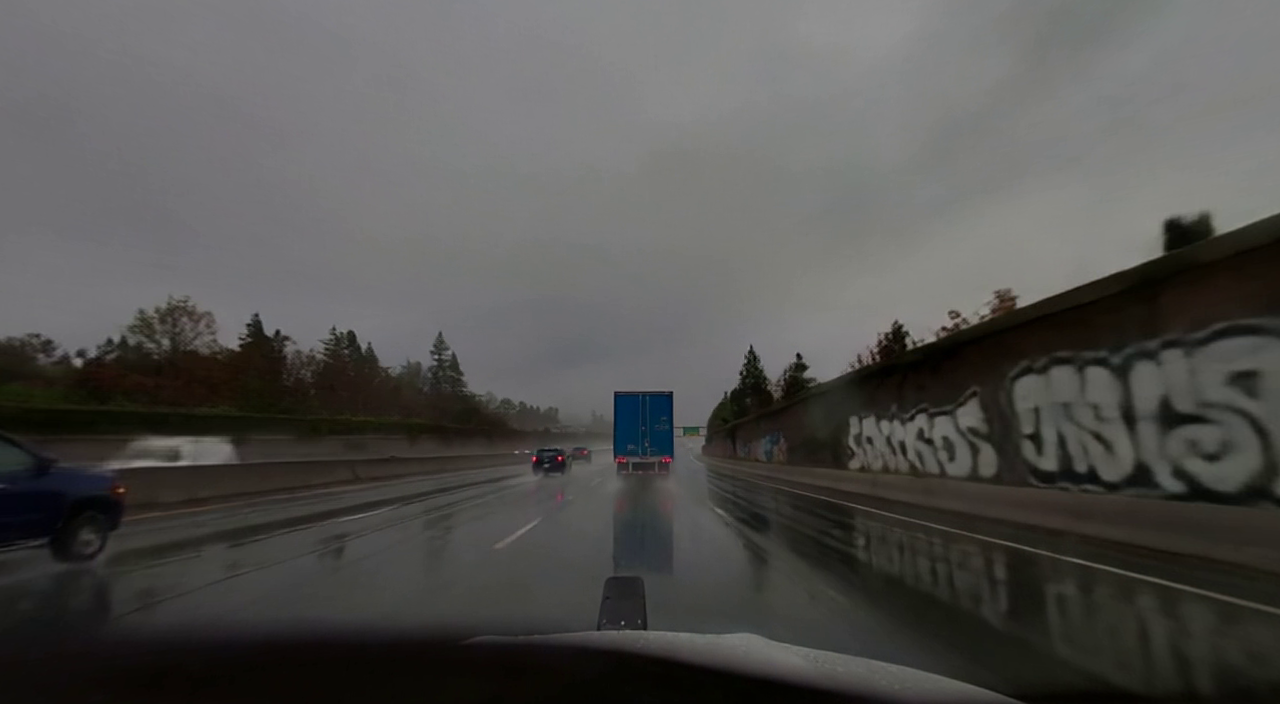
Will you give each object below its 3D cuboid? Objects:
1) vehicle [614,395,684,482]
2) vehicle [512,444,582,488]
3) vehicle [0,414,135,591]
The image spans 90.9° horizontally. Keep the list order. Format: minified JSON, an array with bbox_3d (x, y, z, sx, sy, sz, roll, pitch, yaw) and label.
[{"bbox_3d":[0.322,4.394,31.425,2.915,3.661,9.741,0,-9,0],"label":"vehicle"},{"bbox_3d":[-3.444,4.323,24.088,2.020,1.505,4.171,0,-9,0],"label":"vehicle"},{"bbox_3d":[-6.869,1.298,5.212,2.005,1.607,4.042,0,-9,-1],"label":"vehicle"}]
